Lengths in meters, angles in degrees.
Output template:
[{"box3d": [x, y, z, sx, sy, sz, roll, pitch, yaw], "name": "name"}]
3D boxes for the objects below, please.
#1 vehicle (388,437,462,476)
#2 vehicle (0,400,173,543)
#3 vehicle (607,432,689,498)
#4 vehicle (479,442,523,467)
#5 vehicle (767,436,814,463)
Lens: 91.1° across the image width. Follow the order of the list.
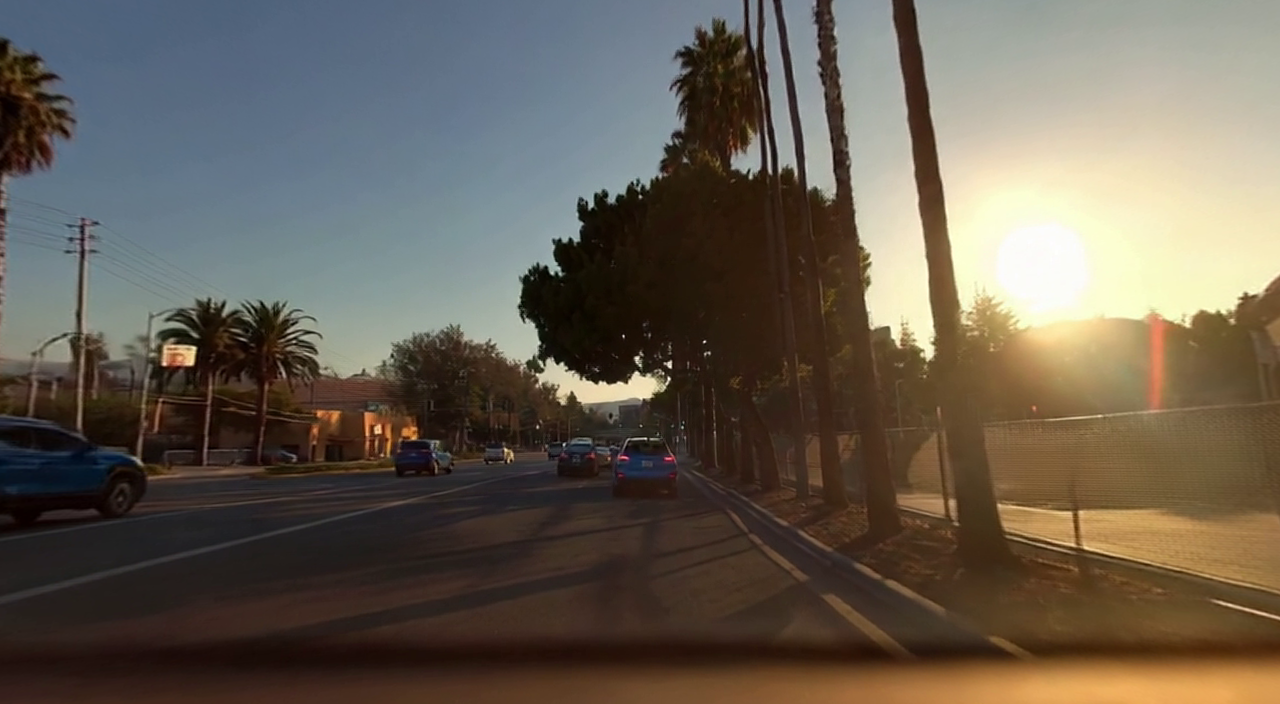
[{"box3d": [-10.307, 5.052, 30.472, 1.965, 1.743, 4.327, 0, -9, 1], "name": "vehicle"}, {"box3d": [-9.890, 1.685, 8.962, 2.269, 1.934, 5.350, 0, -9, 0], "name": "vehicle"}, {"box3d": [0.256, 3.242, 18.342, 2.121, 1.710, 3.893, 0, -9, 1], "name": "vehicle"}, {"box3d": [-10.214, 7.565, 46.517, 1.998, 1.731, 4.952, 0, -9, 1], "name": "vehicle"}, {"box3d": [8.517, 5.475, 35.280, 1.837, 1.416, 3.947, -4, -9, 23], "name": "vehicle"}]
